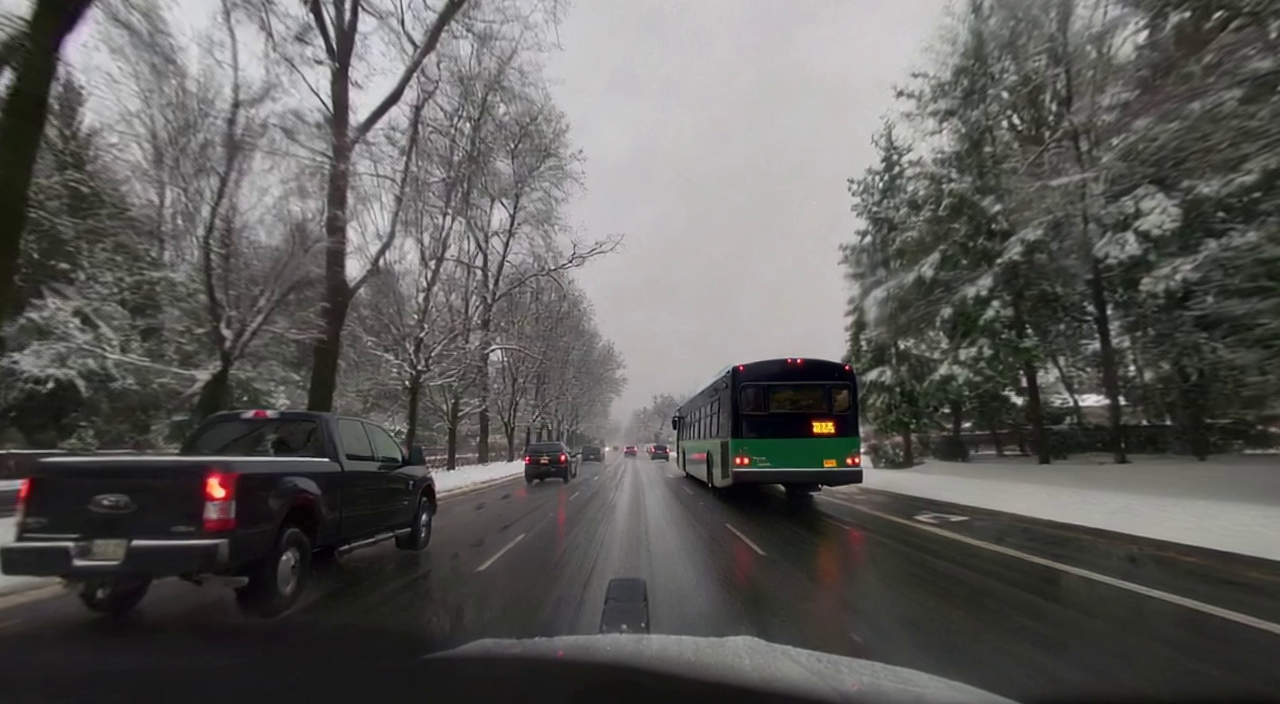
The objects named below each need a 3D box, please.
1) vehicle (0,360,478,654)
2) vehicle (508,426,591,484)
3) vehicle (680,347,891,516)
[{"bbox_3d":[-3.513,1.356,6.633,2.074,1.849,5.137,0,-9,2],"label":"vehicle"},{"bbox_3d":[-3.478,4.153,25.622,2.513,2.066,5.820,0,-9,0],"label":"vehicle"},{"bbox_3d":[3.212,2.464,18.571,3.059,3.264,12.623,0,-9,-1],"label":"vehicle"}]
